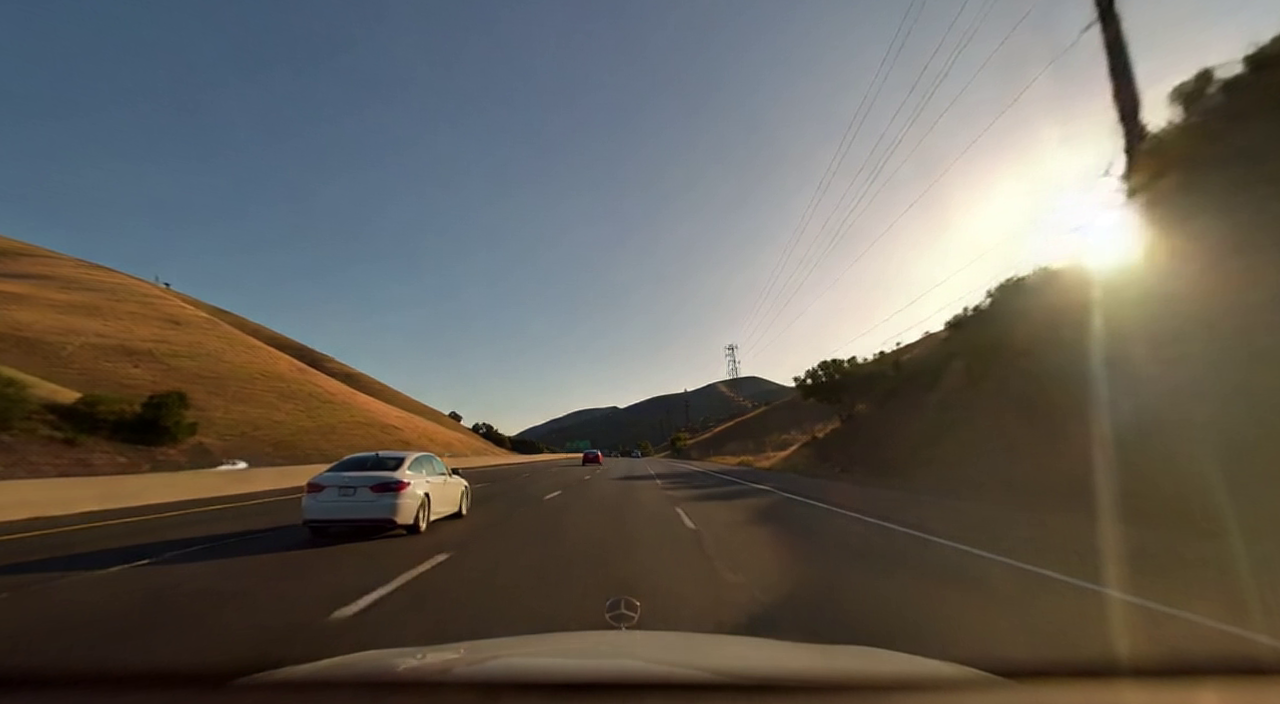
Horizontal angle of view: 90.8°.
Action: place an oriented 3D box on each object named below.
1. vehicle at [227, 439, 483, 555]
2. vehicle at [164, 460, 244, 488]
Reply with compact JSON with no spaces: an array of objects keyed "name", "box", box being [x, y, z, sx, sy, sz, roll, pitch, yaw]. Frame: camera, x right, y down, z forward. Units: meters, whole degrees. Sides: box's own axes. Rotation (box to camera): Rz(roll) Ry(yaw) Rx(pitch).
[{"name":"vehicle","box":[-4.363,2.287,10.816,2.064,1.489,4.966,0,-9,0]},{"name":"vehicle","box":[-26.098,7.281,38.016,1.806,1.474,4.303,0,-9,-1]}]
